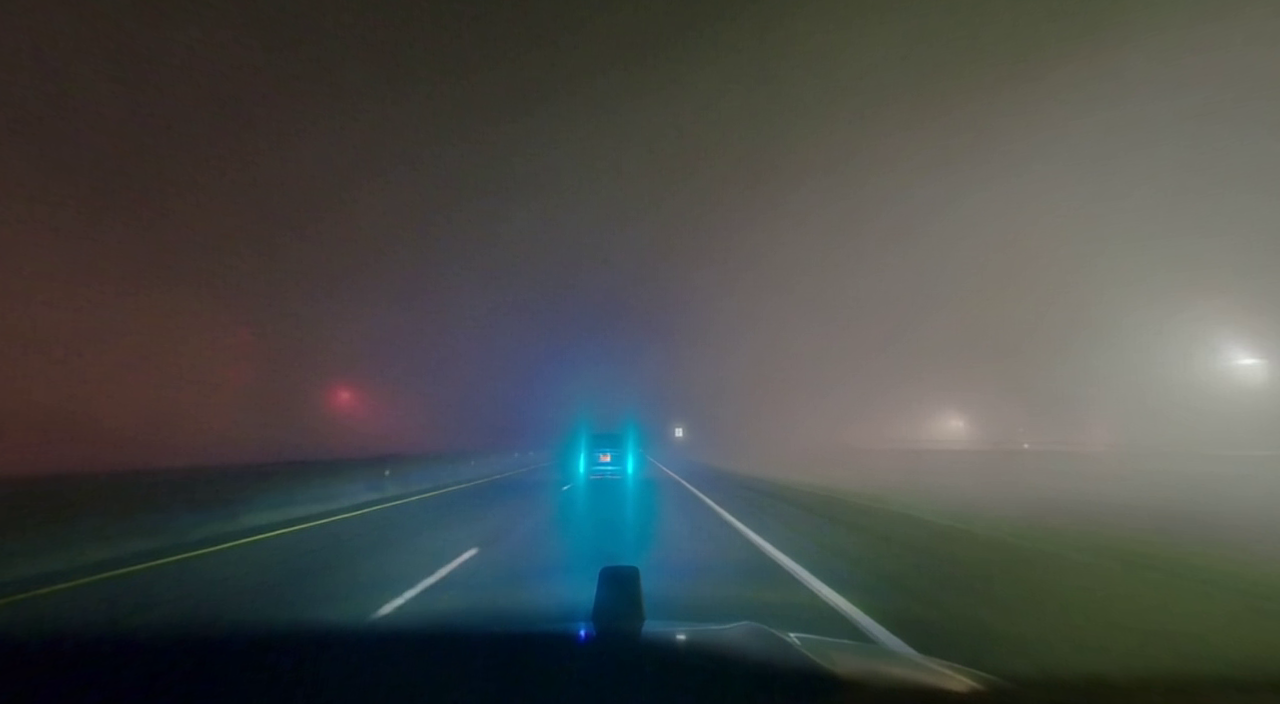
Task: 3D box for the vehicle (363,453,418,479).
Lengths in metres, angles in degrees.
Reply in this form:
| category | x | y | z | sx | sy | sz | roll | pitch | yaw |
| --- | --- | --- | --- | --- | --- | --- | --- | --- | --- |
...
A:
| category | x | y | z | sx | sy | sz | roll | pitch | yaw |
| --- | --- | --- | --- | --- | --- | --- | --- | --- | --- |
| vehicle | -15.803 | 7.212 | 40.120 | 1.785 | 1.501 | 4.255 | 0 | -8 | 0 |

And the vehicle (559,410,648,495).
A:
| category | x | y | z | sx | sy | sz | roll | pitch | yaw |
| --- | --- | --- | --- | --- | --- | --- | --- | --- | --- |
| vehicle | -0.921 | 2.916 | 18.618 | 2.248 | 2.154 | 4.892 | 0 | -8 | 0 |
